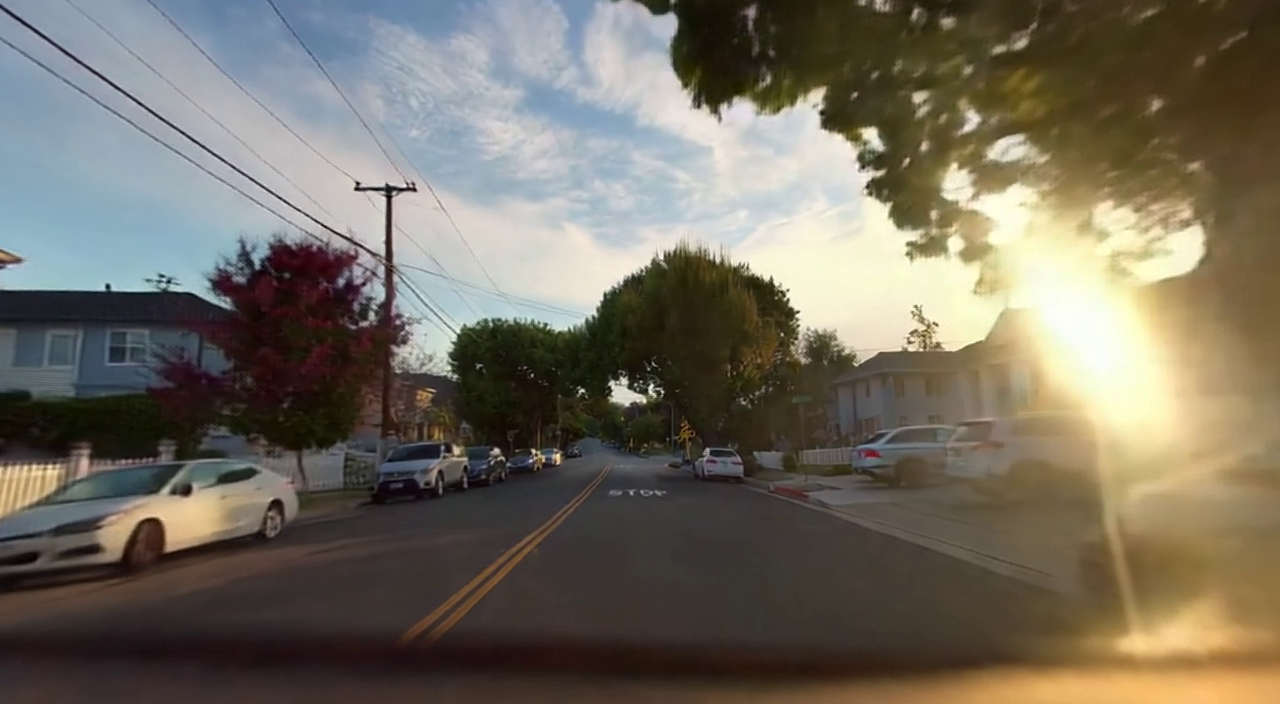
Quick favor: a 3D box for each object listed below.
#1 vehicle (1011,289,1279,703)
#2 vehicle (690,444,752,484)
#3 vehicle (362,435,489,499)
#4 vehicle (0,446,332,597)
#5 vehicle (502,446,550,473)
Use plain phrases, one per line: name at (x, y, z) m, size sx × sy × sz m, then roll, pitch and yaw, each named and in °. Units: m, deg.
vehicle at (3.509, 0.642, 1.836) m, size 2.114 × 1.909 × 4.266 m, roll 0°, pitch -9°, yaw -2°
vehicle at (3.380, 4.785, 27.407) m, size 1.963 × 1.536 × 5.446 m, roll 0°, pitch -9°, yaw 0°
vehicle at (-6.545, 3.576, 20.112) m, size 2.136 × 1.757 × 5.365 m, roll 0°, pitch -9°, yaw 0°
vehicle at (-6.477, 2.019, 8.544) m, size 2.211 × 1.469 × 4.380 m, roll 0°, pitch -9°, yaw 4°
vehicle at (-6.762, 6.449, 38.099) m, size 2.056 × 1.481 × 4.451 m, roll 0°, pitch -9°, yaw 0°
